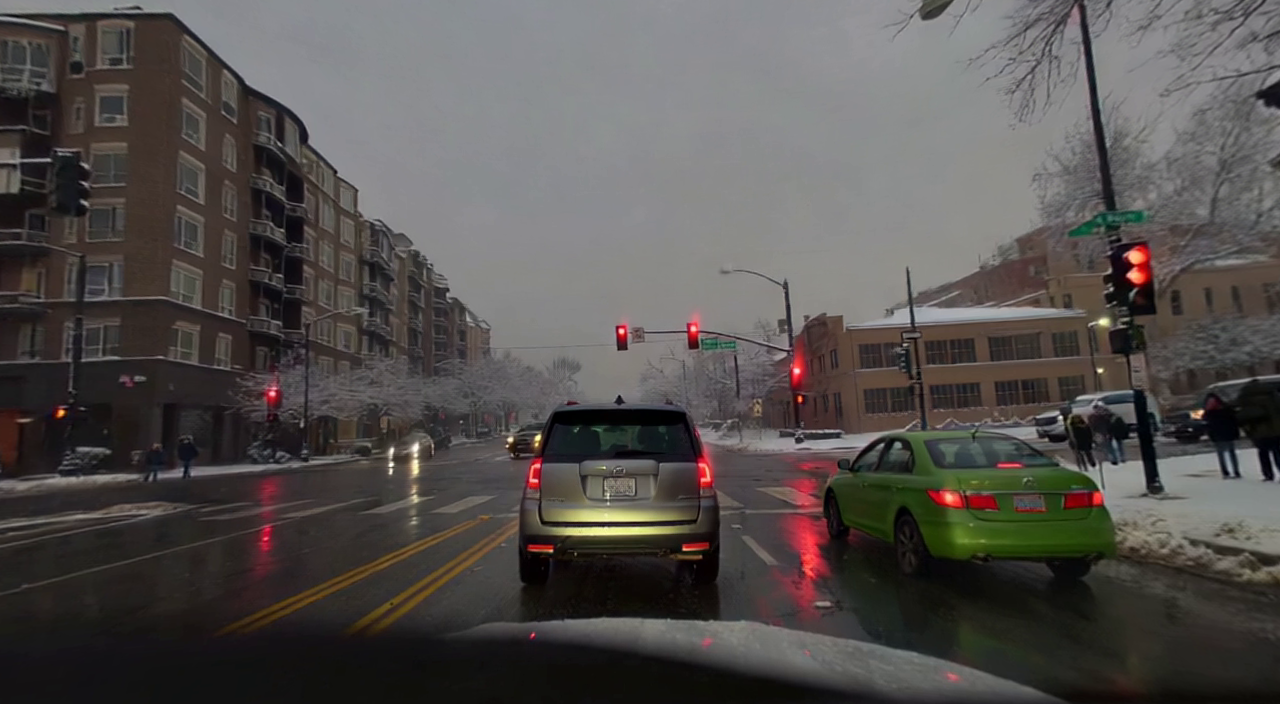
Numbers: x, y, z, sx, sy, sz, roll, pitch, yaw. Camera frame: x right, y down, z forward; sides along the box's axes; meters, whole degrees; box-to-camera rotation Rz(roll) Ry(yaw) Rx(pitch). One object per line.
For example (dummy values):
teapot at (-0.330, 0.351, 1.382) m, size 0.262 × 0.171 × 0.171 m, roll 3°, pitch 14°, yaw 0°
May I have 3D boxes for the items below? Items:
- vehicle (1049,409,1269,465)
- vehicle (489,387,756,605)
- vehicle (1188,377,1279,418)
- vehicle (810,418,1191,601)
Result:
vehicle at (14.274, 2.382, 17.608) m, size 4.354 × 1.466 × 1.863 m, roll -1°, pitch -8°, yaw 2°
vehicle at (-0.137, 1.484, 7.318) m, size 2.168 × 1.776 × 4.135 m, roll 0°, pitch -8°, yaw 0°
vehicle at (26.590, 1.984, 27.167) m, size 4.287 × 1.639 × 1.729 m, roll 0°, pitch -8°, yaw 1°
vehicle at (3.683, 1.677, 7.694) m, size 1.987 × 1.538 × 4.510 m, roll 0°, pitch -8°, yaw 0°
